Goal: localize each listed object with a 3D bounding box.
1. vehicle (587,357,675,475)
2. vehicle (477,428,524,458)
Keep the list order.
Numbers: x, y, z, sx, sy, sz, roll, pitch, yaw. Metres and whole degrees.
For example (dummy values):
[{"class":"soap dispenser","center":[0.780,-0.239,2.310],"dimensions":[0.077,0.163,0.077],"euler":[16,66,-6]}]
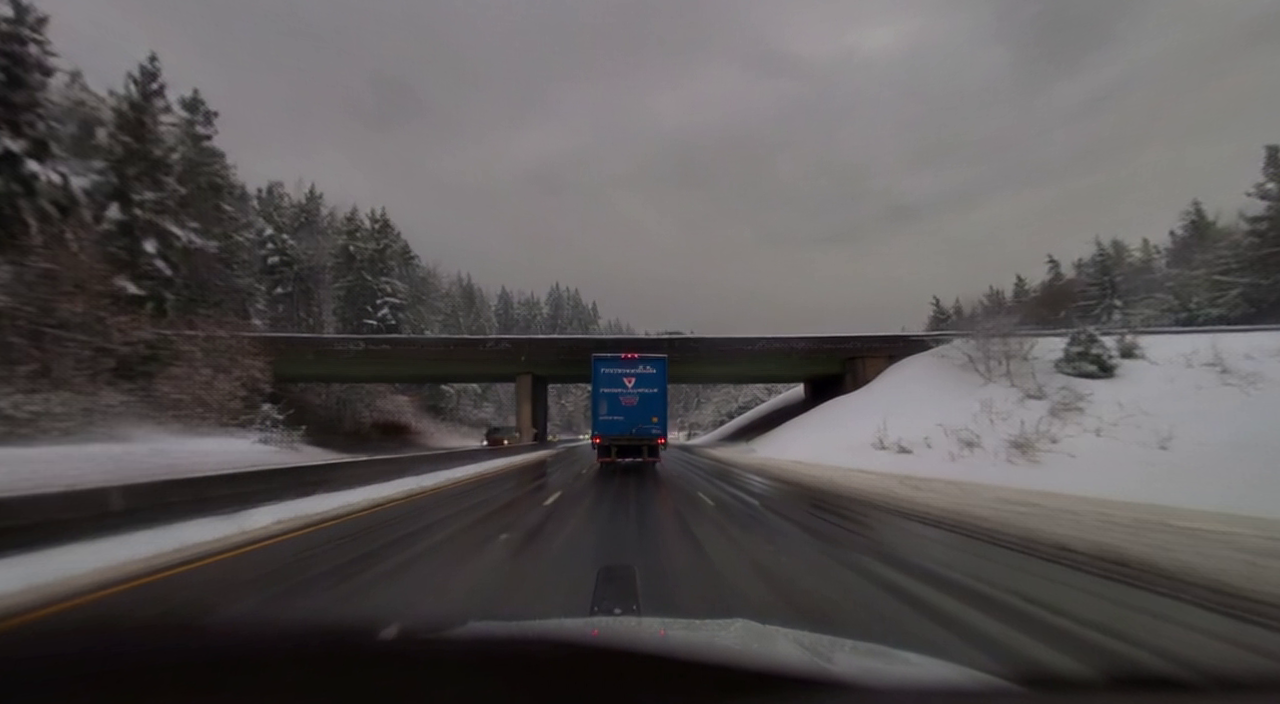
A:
[{"class":"vehicle","center":[-0.535,2.747,25.827],"dimensions":[2.895,3.861,10.213],"euler":[0,-8,-3]},{"class":"vehicle","center":[-8.967,5.873,40.832],"dimensions":[2.037,1.853,4.336],"euler":[0,-8,-1]}]
